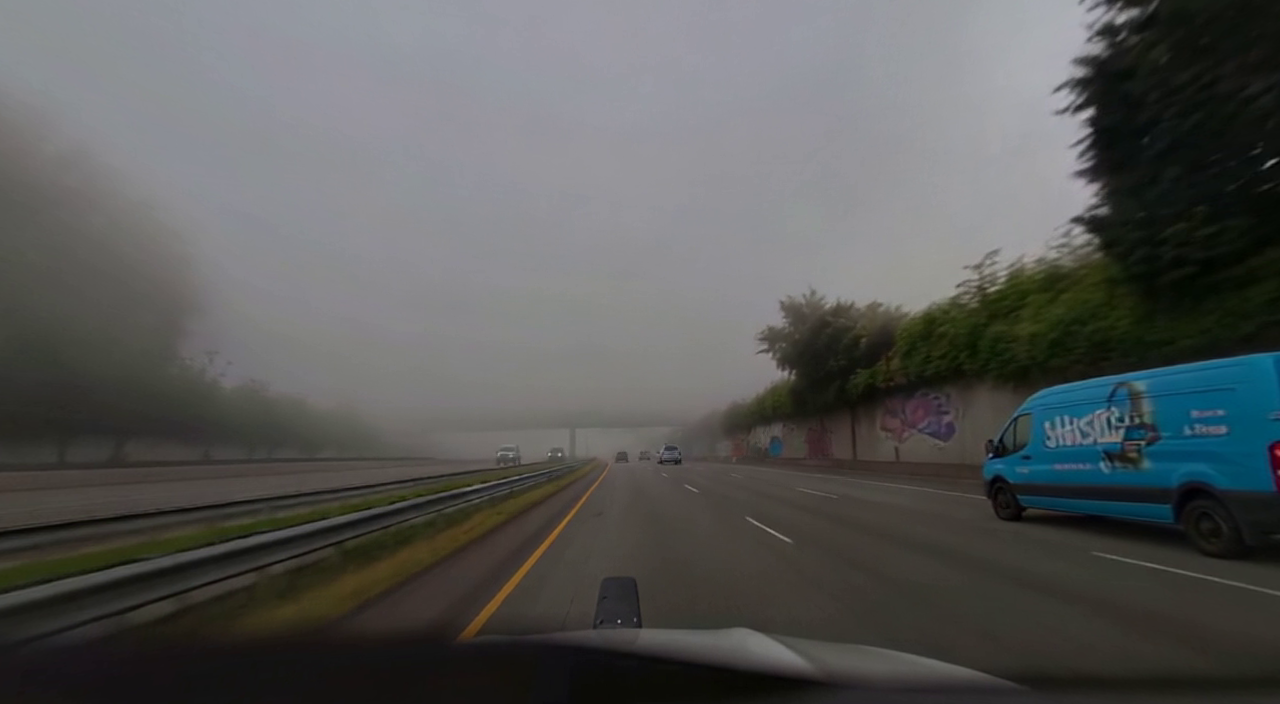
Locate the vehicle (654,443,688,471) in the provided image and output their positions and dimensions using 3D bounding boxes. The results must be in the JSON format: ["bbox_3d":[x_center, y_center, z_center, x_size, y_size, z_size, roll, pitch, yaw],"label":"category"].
[{"bbox_3d":[2.205,7.666,46.109,2.007,1.943,5.010,0,-9,-2],"label":"vehicle"}]

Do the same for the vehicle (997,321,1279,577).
[{"bbox_3d":[7.765,1.312,8.559,2.283,2.631,5.719,0,-9,-1],"label":"vehicle"}]
